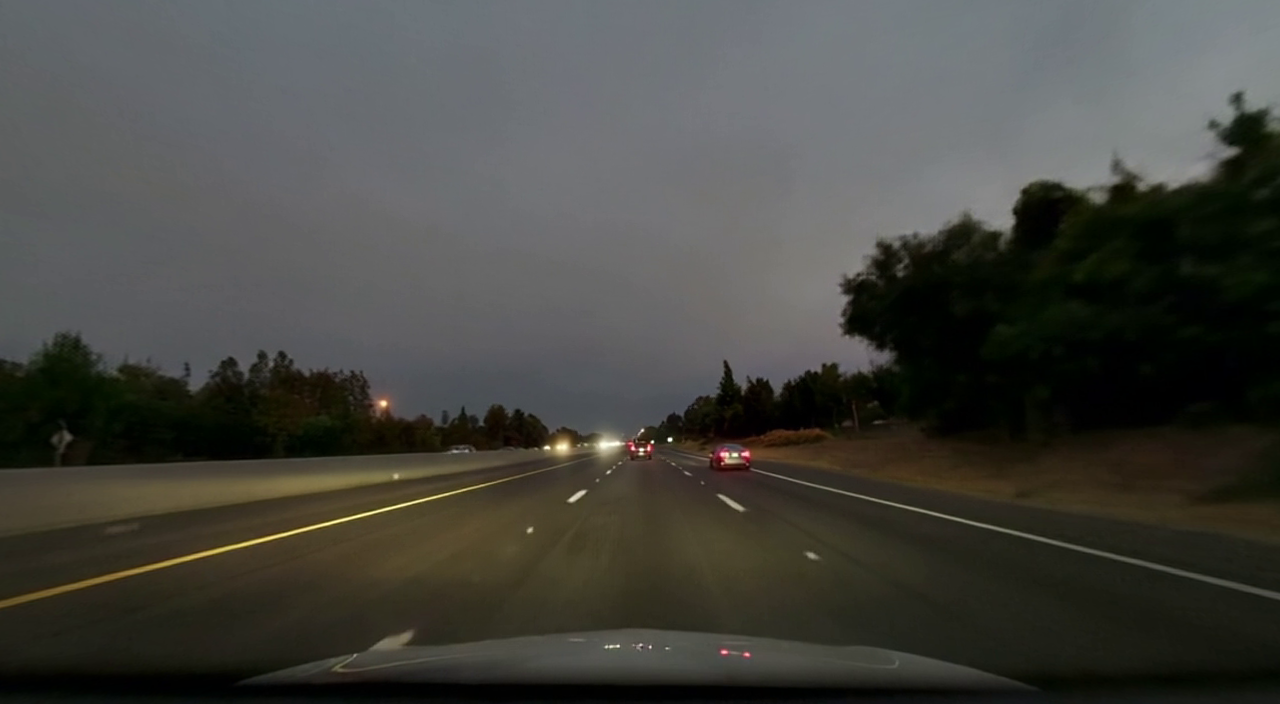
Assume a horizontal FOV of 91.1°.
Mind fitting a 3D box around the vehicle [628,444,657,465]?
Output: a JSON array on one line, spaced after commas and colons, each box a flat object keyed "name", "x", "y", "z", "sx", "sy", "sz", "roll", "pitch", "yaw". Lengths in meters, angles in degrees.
[{"name": "vehicle", "x": 0.160, "y": 7.446, "z": 45.956, "sx": 2.052, "sy": 1.449, "sz": 3.857, "roll": 0, "pitch": -8, "yaw": 0}]

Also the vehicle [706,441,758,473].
[{"name": "vehicle", "x": 4.687, "y": 5.439, "z": 32.702, "sx": 2.008, "sy": 1.524, "sz": 4.598, "roll": 0, "pitch": -8, "yaw": 0}]
